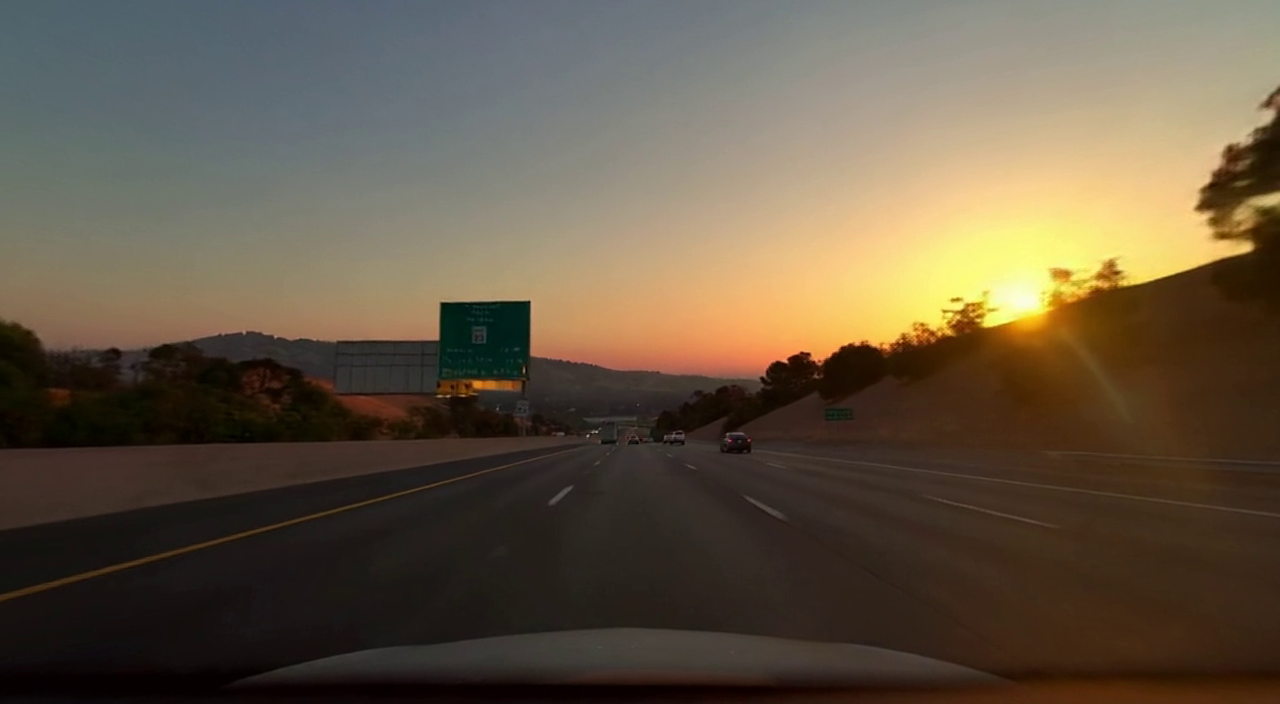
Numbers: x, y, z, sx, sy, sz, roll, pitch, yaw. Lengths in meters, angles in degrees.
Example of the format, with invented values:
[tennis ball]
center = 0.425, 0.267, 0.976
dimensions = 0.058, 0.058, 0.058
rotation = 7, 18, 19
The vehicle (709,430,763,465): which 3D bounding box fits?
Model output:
[vehicle]
center = 4.365, 4.382, 29.096
dimensions = 1.802, 1.492, 3.804
rotation = 0, -8, -1
